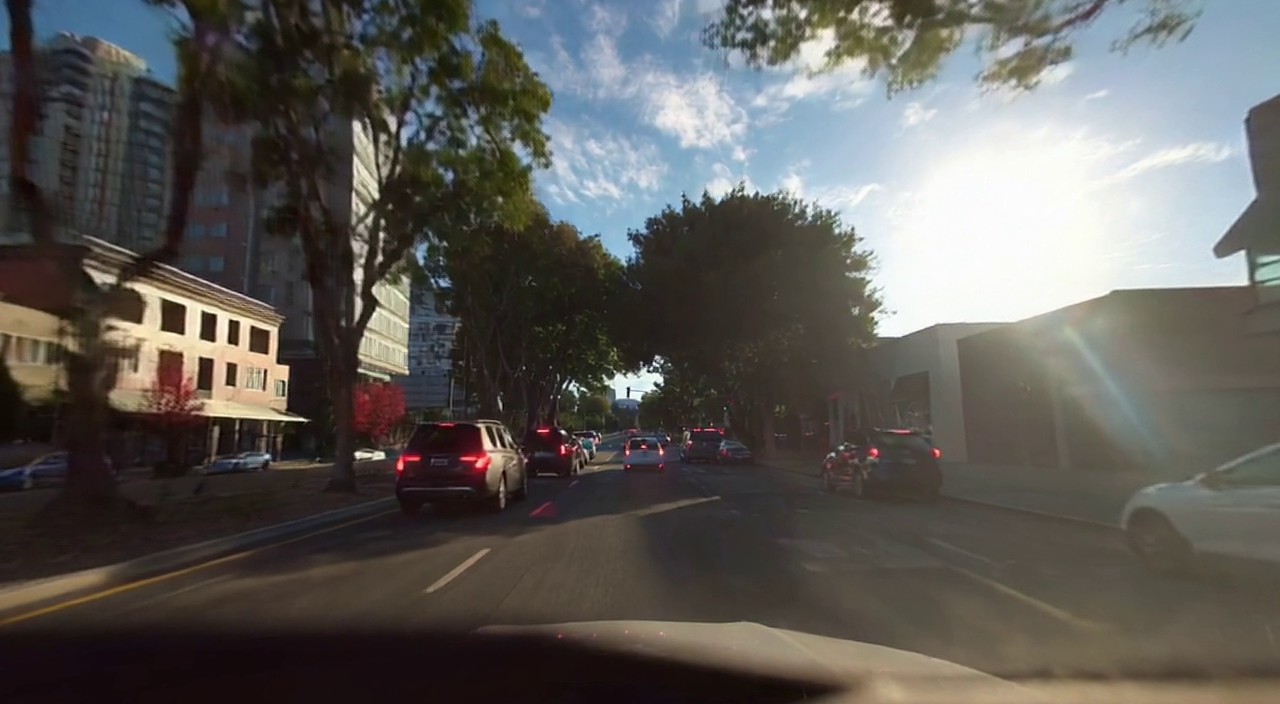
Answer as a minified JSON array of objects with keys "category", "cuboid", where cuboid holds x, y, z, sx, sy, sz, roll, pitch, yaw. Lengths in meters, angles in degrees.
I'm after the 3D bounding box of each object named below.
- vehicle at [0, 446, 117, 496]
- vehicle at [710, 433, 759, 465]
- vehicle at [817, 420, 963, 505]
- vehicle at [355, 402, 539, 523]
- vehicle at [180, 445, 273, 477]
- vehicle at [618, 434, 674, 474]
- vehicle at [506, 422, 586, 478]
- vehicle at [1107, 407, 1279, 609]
[{"category":"vehicle","cuboid":[-22.212,4.307,23.240,1.910,1.632,4.624,0,-8,0]},{"category":"vehicle","cuboid":[5.951,6.221,40.486,2.300,1.903,4.579,0,-8,-2]},{"category":"vehicle","cuboid":[6.388,2.868,16.799,1.997,1.943,4.409,0,-8,-1]},{"category":"vehicle","cuboid":[-3.550,2.164,12.837,2.223,1.957,4.845,0,-8,0]},{"category":"vehicle","cuboid":[-22.452,5.921,34.553,2.148,1.607,4.428,0,-8,-1]},{"category":"vehicle","cuboid":[0.189,4.387,27.385,2.201,1.589,3.843,0,-8,-3]},{"category":"vehicle","cuboid":[-3.577,3.886,25.134,2.487,1.978,4.628,0,-8,0]},{"category":"vehicle","cuboid":[6.630,1.341,5.424,2.164,1.727,3.955,0,-8,0]}]
